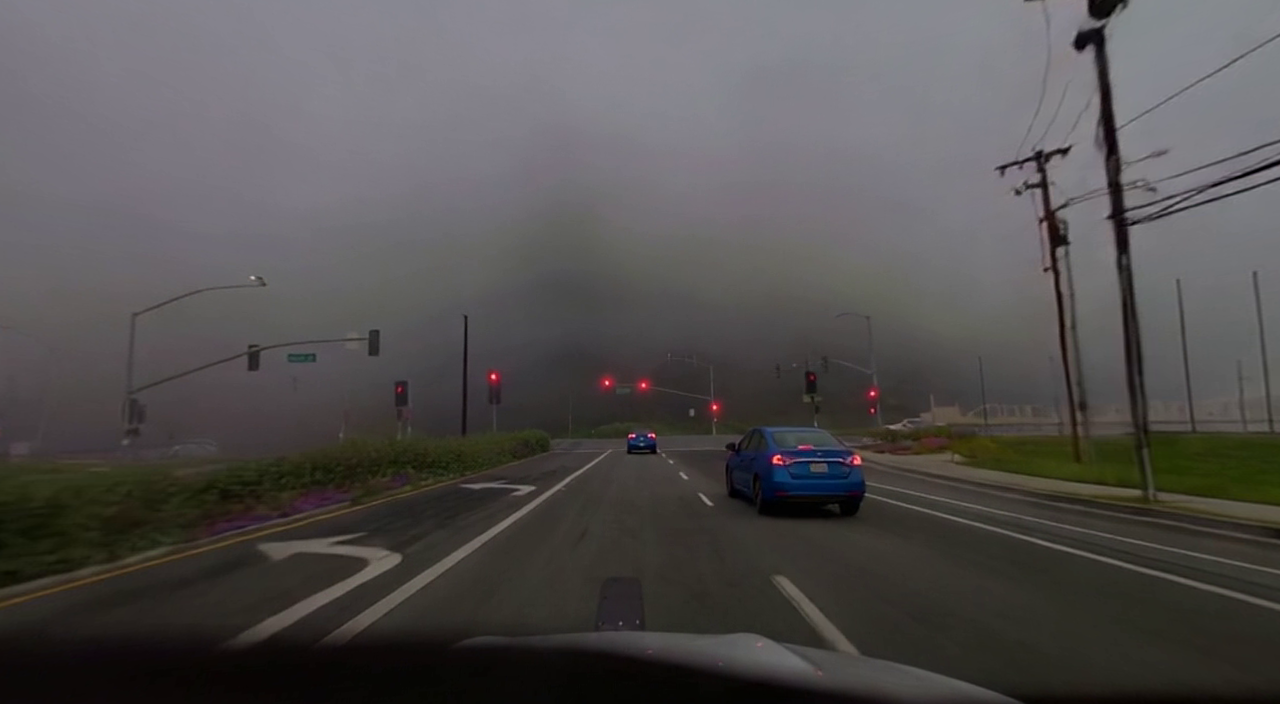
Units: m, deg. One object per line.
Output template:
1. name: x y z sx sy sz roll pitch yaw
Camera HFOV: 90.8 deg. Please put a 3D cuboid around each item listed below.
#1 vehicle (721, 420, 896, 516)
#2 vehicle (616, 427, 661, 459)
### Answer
1. vehicle: 2.849 2.088 11.823 2.004 1.448 4.263 0 -8 -1
2. vehicle: -0.072 4.540 31.542 2.110 1.466 3.860 0 -8 0
